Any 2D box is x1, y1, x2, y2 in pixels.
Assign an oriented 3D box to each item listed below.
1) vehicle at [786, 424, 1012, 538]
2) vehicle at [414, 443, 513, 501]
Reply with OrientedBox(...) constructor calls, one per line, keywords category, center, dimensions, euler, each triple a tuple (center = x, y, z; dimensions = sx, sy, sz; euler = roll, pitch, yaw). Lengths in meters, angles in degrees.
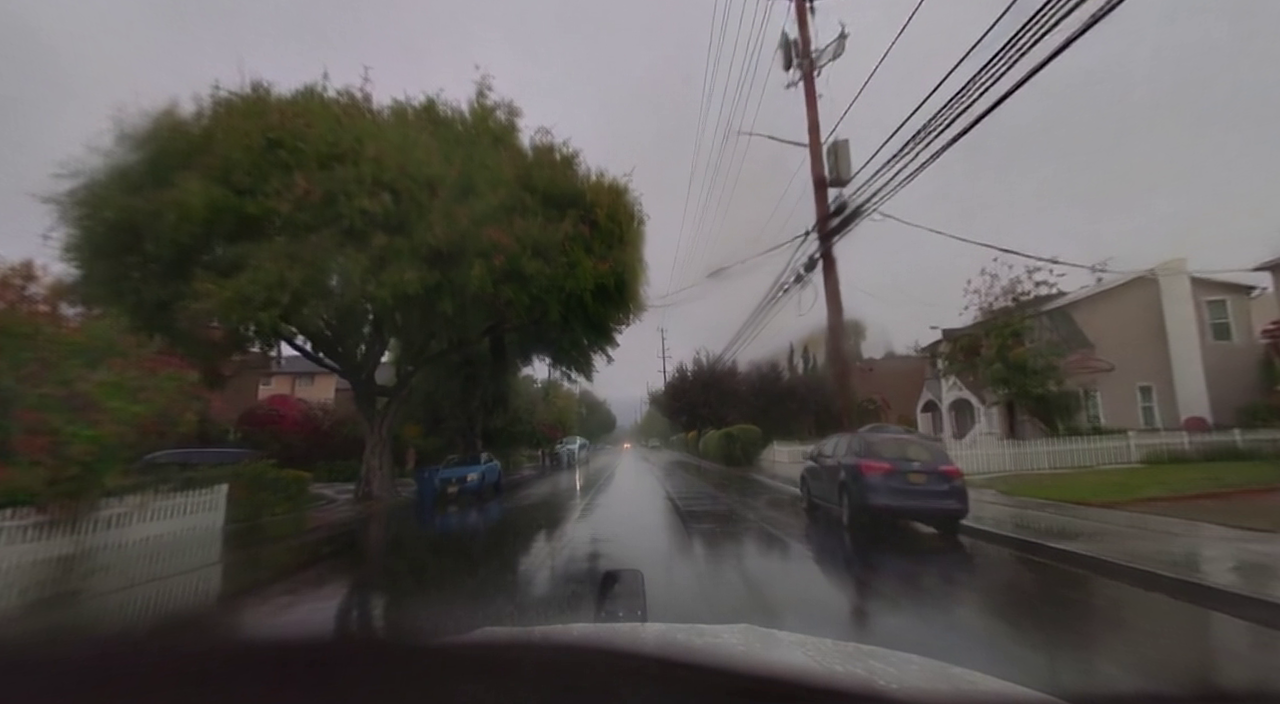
OrientedBox(category="vehicle", center=(4.085, 2.093, 10.822), dimensions=(2.020, 1.558, 3.925), euler=(0, -8, -3))
OrientedBox(category="vehicle", center=(-5.915, 4.043, 21.859), dimensions=(1.954, 1.551, 5.128), euler=(-3, -7, 0))
